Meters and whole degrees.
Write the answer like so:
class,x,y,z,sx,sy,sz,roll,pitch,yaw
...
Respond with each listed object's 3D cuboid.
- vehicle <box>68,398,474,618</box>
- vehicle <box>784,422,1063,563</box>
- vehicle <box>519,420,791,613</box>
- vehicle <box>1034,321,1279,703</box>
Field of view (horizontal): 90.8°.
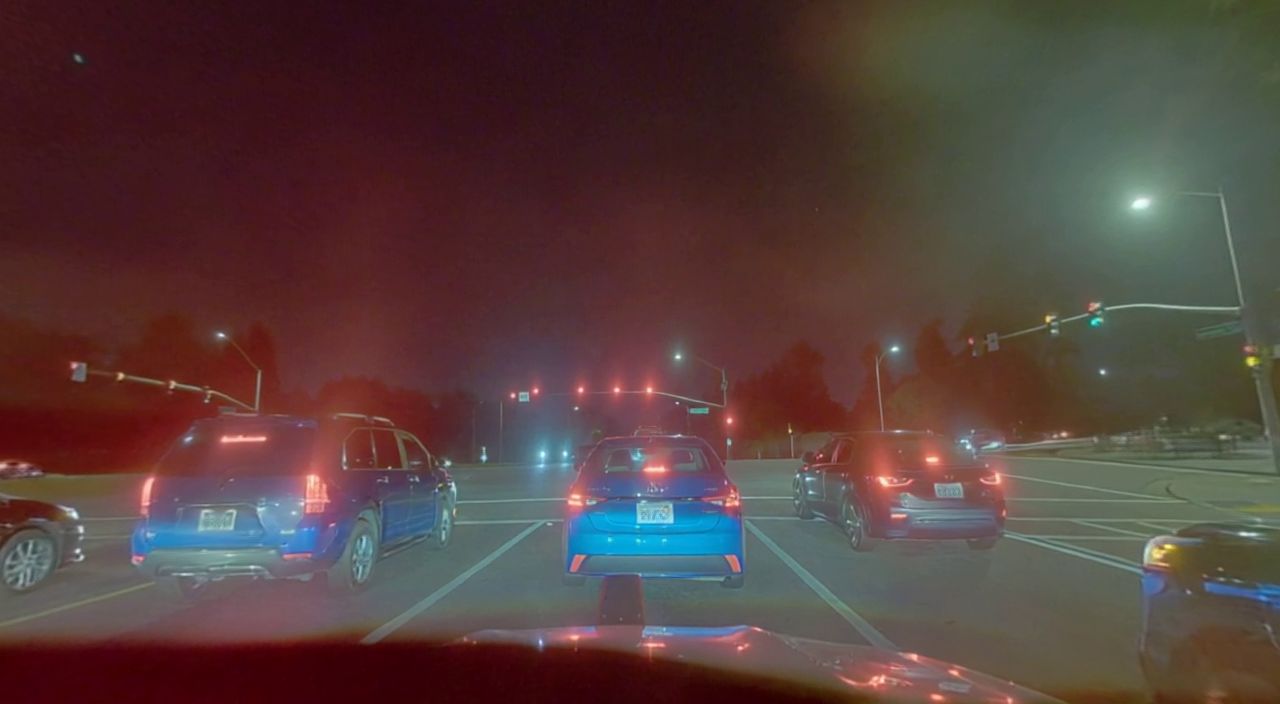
class,x,y,z,sx,sy,sz,roll,pitch,yaw
vehicle,-3.416,1.525,7.070,1.958,1.693,4.242,0,-9,0
vehicle,3.532,1.838,8.990,1.874,1.487,4.404,0,-9,-1
vehicle,0.062,1.589,7.022,2.114,1.482,4.056,0,-9,-2
vehicle,3.235,0.608,1.173,2.178,1.691,4.314,0,-9,0
